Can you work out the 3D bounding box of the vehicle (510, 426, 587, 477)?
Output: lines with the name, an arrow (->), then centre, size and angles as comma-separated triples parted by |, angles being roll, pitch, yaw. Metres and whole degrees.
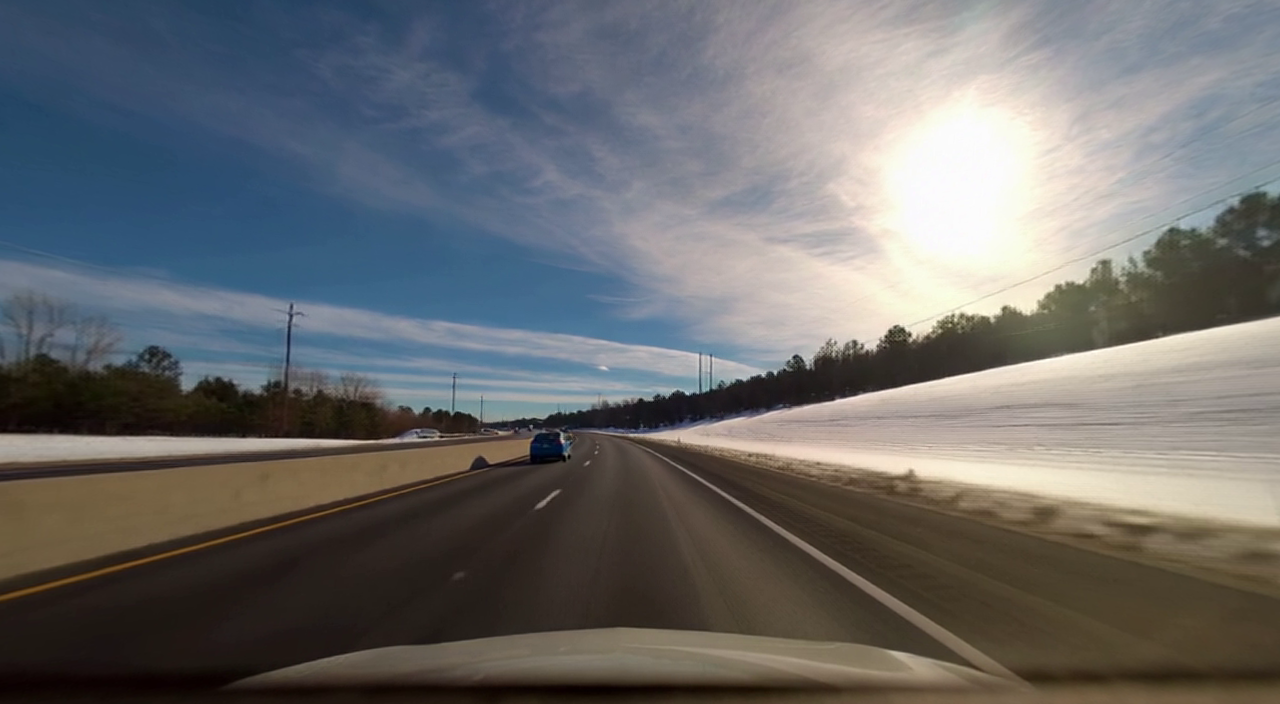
vehicle -> -2.928, 3.282, 20.995 | 1.999, 1.536, 3.969 | 0, -8, 0
